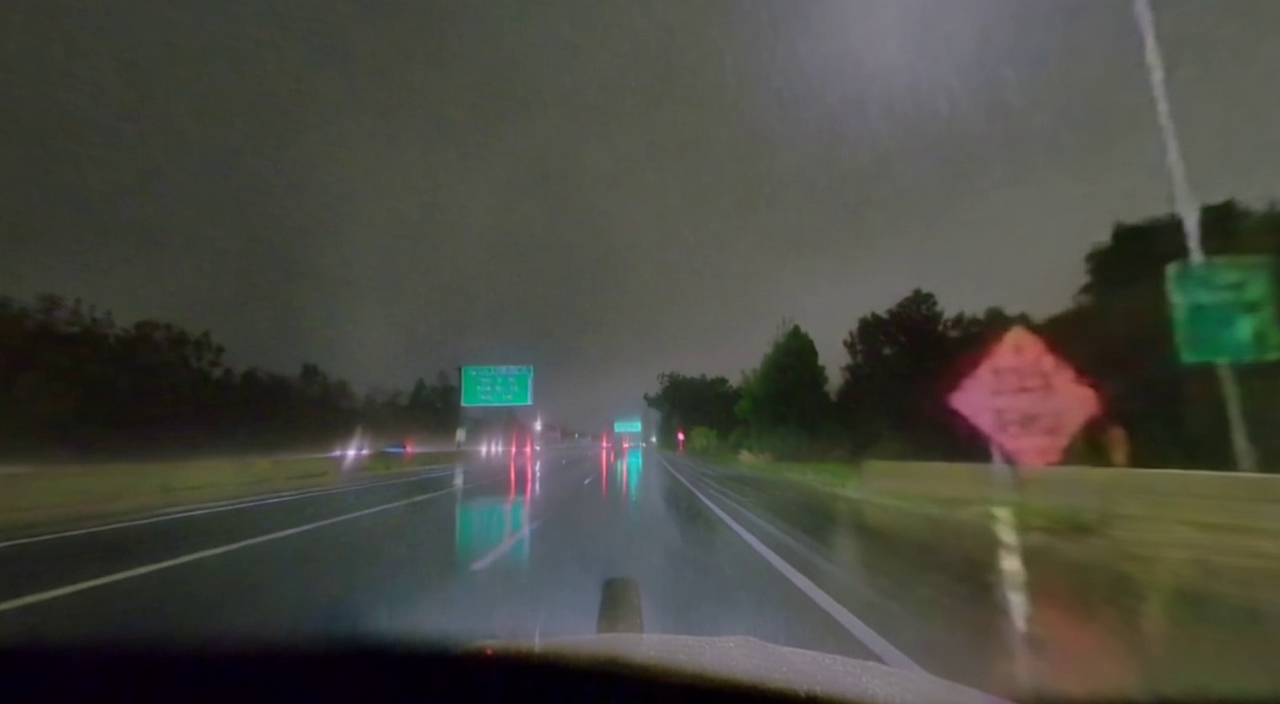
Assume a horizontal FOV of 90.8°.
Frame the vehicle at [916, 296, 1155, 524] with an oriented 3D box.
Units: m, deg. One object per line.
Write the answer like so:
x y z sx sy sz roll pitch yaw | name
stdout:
6.738 1.057 11.223 2.397 3.584 2.509 0 -8 2 | vehicle
